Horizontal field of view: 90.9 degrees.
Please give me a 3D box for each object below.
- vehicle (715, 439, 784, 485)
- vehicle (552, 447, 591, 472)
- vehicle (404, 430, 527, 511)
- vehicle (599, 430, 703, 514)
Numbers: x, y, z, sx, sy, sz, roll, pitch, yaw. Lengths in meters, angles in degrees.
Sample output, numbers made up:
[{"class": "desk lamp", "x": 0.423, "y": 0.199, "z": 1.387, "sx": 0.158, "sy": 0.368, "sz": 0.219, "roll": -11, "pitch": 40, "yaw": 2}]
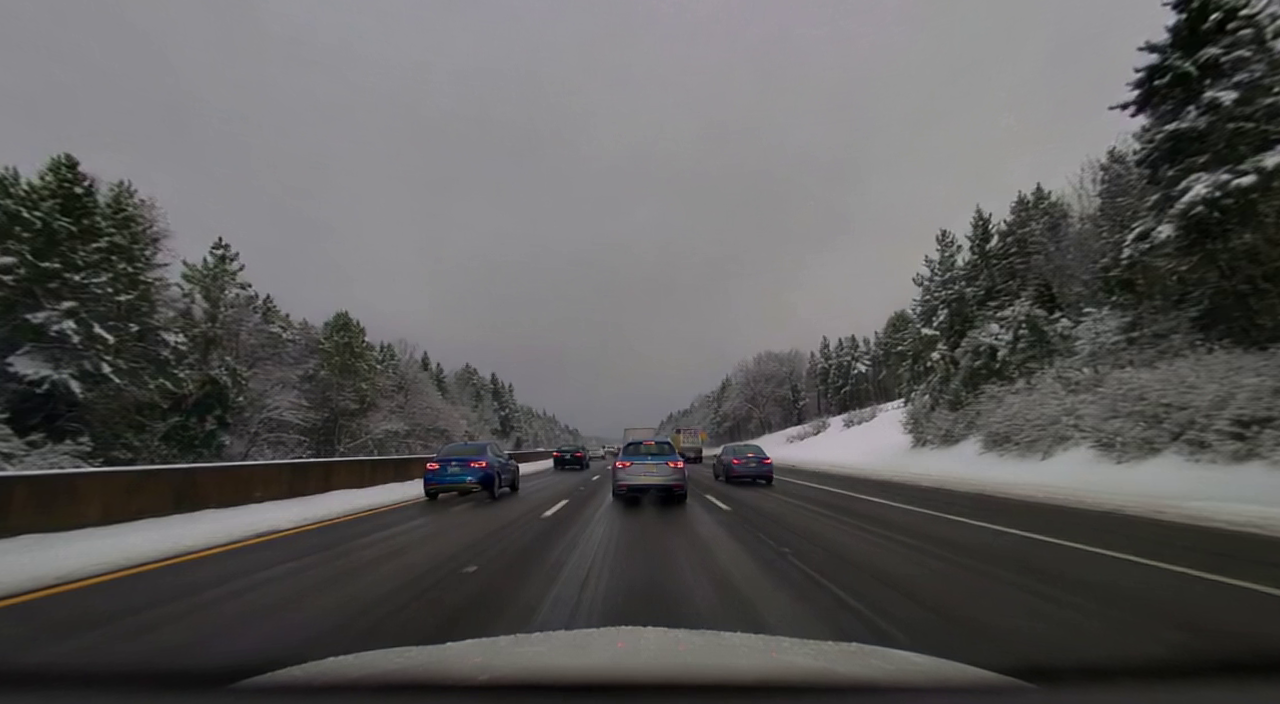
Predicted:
[{"class": "vehicle", "x": 4.120, "y": 4.205, "z": 24.254, "sx": 1.905, "sy": 1.590, "sz": 3.746, "roll": 0, "pitch": -9, "yaw": -1}, {"class": "vehicle", "x": -4.091, "y": 6.507, "z": 38.286, "sx": 1.910, "sy": 1.468, "sz": 3.781, "roll": 0, "pitch": -9, "yaw": 1}, {"class": "vehicle", "x": -4.110, "y": 2.855, "z": 15.540, "sx": 1.890, "sy": 1.708, "sz": 3.844, "roll": 0, "pitch": -9, "yaw": 0}, {"class": "vehicle", "x": 0.223, "y": 2.731, "z": 14.725, "sx": 2.093, "sy": 1.695, "sz": 3.782, "roll": 0, "pitch": -9, "yaw": 0}]
